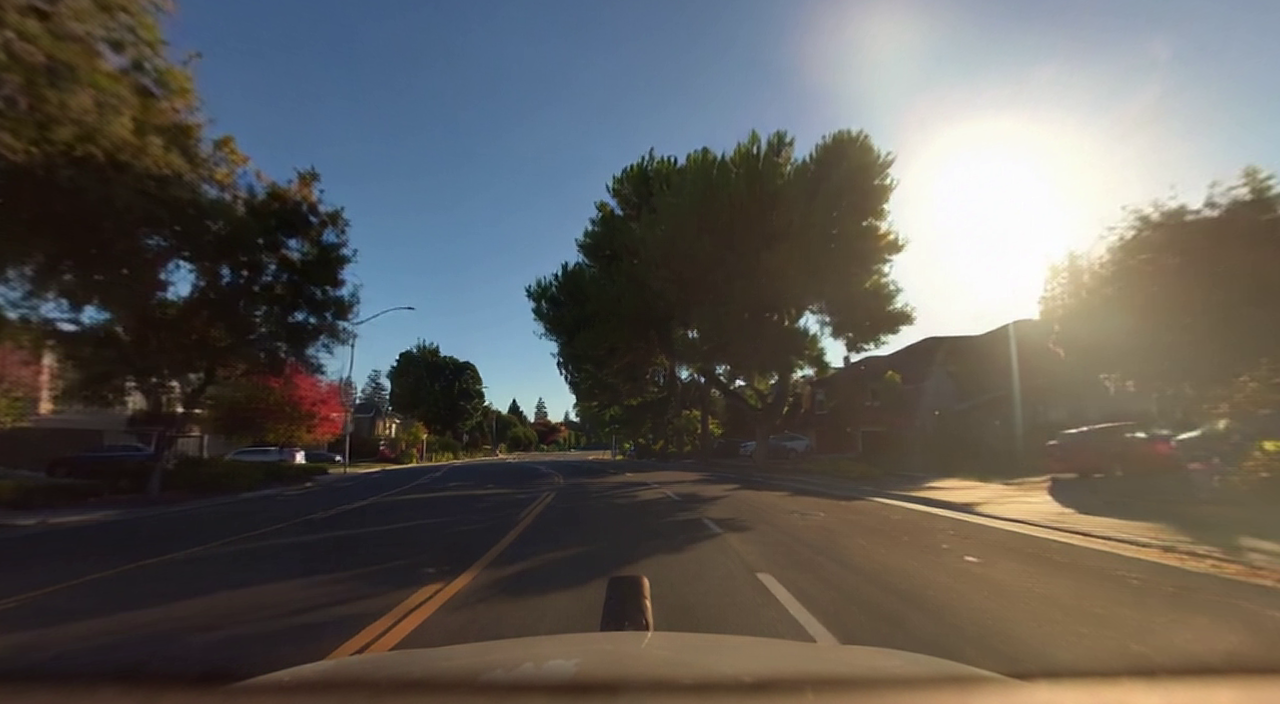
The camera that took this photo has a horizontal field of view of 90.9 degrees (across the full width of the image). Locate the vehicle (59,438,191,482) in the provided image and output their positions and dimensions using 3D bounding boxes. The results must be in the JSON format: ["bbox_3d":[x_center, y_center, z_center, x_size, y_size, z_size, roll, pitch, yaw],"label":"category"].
[{"bbox_3d":[-23.488,4.923,28.928,4.128,1.861,1.959,2,-9,-12],"label":"vehicle"}]

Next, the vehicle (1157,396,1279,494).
[{"bbox_3d":[14.755,2.077,14.198,4.350,2.047,1.841,-1,-8,4],"label":"vehicle"}]

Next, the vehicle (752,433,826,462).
[{"bbox_3d":[10.573,6.796,44.994,4.693,1.764,2.265,-3,-8,4],"label":"vehicle"}]

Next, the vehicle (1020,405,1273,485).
[{"bbox_3d":[14.600,2.715,18.493,5.283,1.863,2.150,-4,-8,3],"label":"vehicle"}]

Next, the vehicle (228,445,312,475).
[{"bbox_3d":[-22.695,6.614,38.826,3.899,1.729,2.064,2,-9,-10],"label":"vehicle"}]
